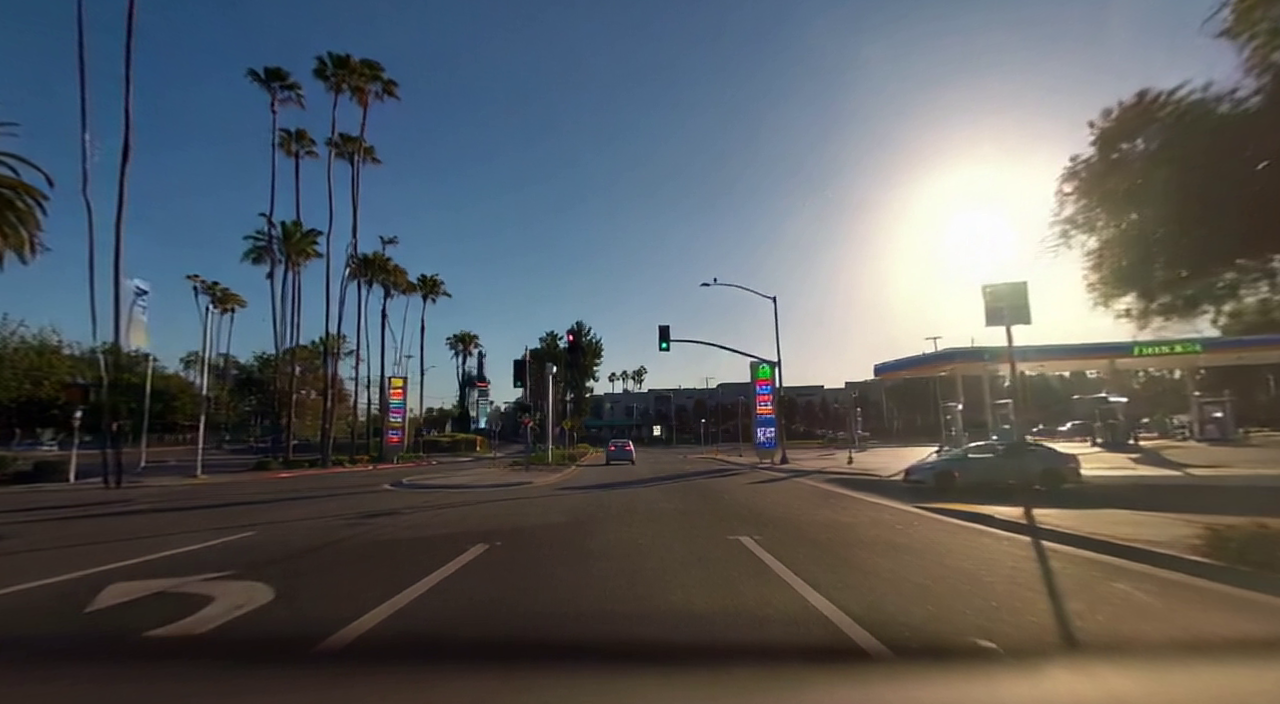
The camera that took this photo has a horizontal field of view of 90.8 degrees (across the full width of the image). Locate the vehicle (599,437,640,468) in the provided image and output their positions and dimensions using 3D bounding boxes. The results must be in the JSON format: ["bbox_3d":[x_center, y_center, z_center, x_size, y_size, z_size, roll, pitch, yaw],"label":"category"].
[{"bbox_3d":[-1.126,5.425,34.141,2.073,1.525,4.809,0,-9,-2],"label":"vehicle"}]
